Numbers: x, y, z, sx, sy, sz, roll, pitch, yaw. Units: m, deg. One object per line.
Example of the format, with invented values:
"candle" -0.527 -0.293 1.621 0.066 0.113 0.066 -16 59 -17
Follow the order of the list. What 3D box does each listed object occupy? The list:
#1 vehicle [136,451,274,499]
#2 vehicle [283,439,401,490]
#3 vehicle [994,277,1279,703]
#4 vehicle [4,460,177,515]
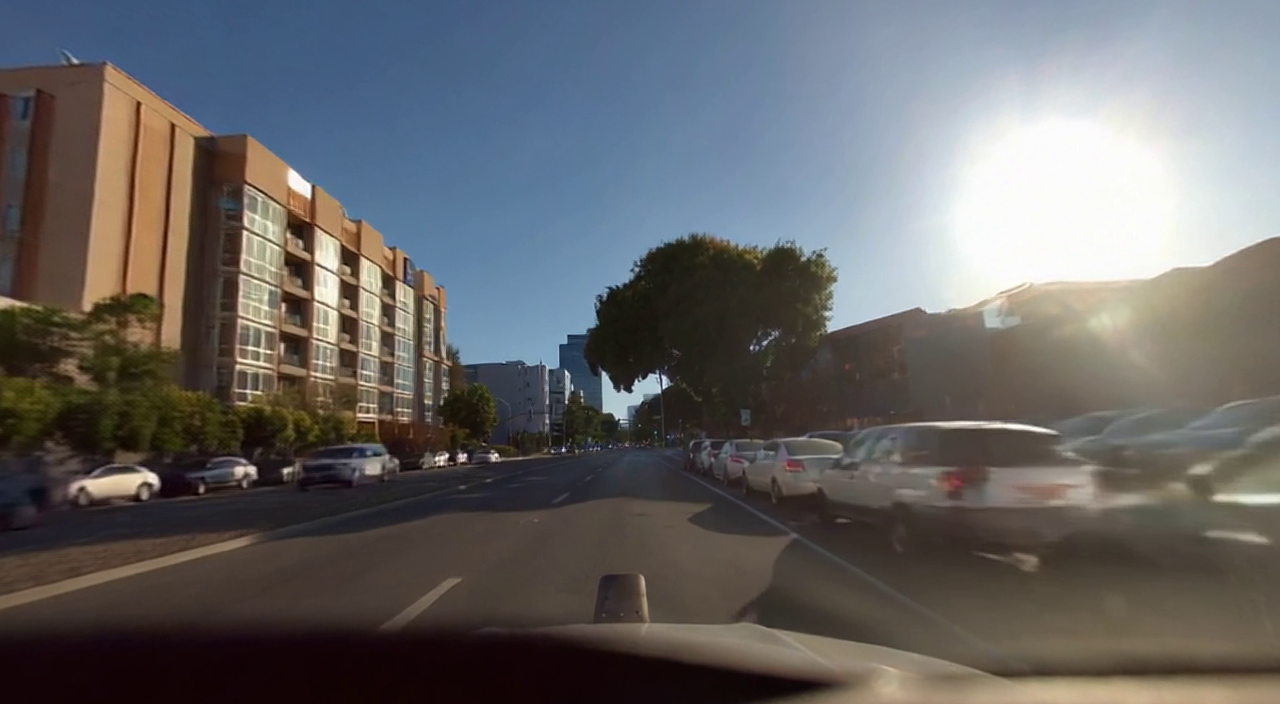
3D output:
"vehicle" -18.085 5.096 26.714 2.037 1.694 5.511 0 -8 -1
"vehicle" -11.251 4.245 24.340 2.127 1.752 4.889 0 -8 0
"vehicle" 3.409 0.624 1.990 1.935 1.920 4.397 0 -8 -1
"vehicle" -17.965 4.409 21.026 1.780 1.463 4.573 0 -8 -2
